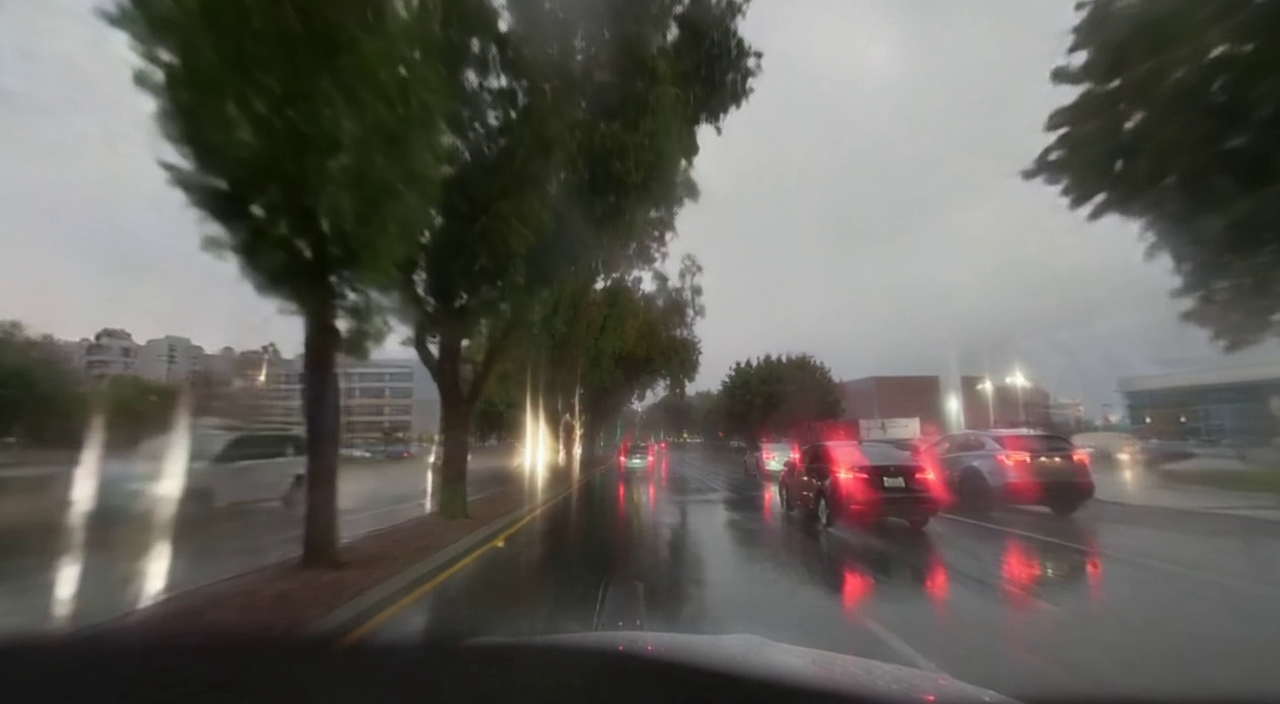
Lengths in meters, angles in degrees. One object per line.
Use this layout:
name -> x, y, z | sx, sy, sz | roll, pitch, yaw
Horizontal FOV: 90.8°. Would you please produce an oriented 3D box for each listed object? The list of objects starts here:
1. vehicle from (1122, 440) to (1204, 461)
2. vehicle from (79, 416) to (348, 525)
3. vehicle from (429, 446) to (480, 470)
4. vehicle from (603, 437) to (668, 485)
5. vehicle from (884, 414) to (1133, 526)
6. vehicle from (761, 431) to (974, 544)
vehicle -> 37.402, 7.076, 45.247 | 4.188, 1.438, 1.831 | 0, -9, -1
vehicle -> -9.008, 2.564, 14.242 | 2.246, 1.943, 5.493 | 0, -9, 0
vehicle -> -12.117, 6.902, 41.489 | 1.931, 1.477, 4.630 | 0, -9, 0
vehicle -> -0.158, 3.666, 21.447 | 1.994, 1.479, 3.647 | 0, -9, -1
vehicle -> 6.929, 2.269, 12.685 | 2.134, 1.810, 4.590 | 0, -9, -1
vehicle -> 3.379, 2.091, 10.417 | 1.858, 1.466, 4.230 | 0, -9, -1
